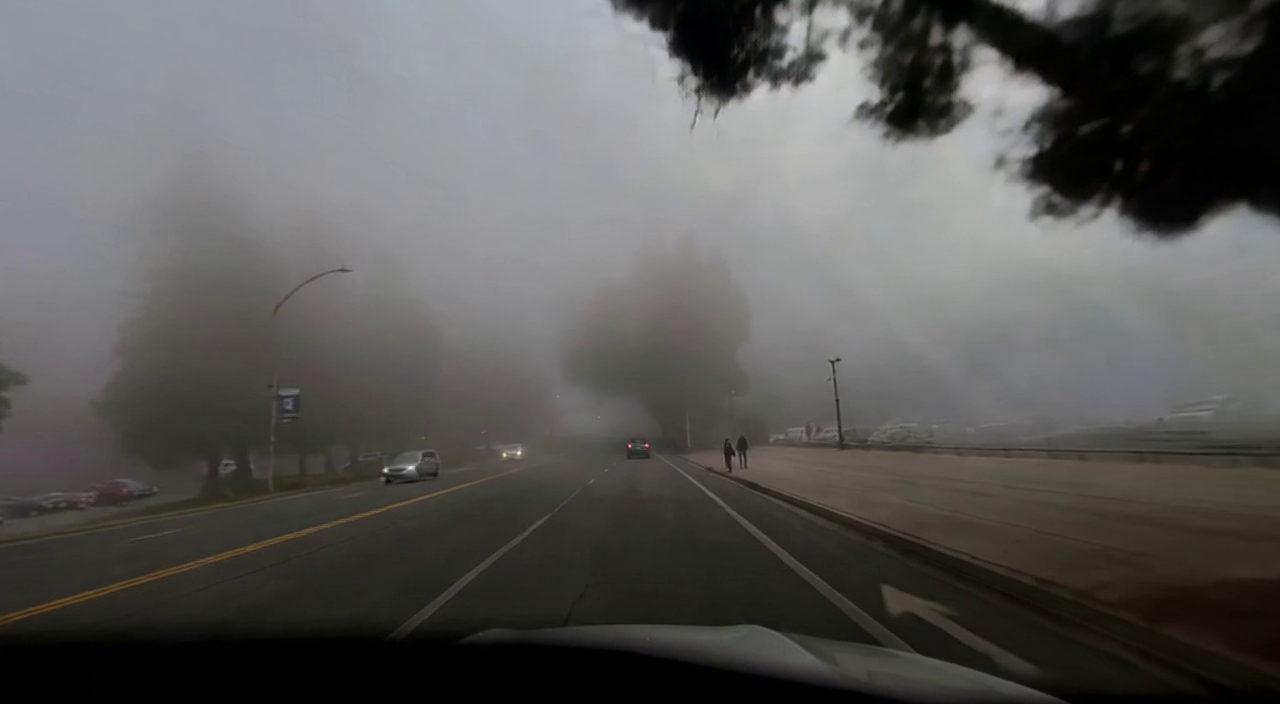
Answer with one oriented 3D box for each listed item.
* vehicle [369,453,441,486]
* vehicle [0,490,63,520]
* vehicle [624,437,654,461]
[{"bbox_3d":[-11.782,5.884,32.022,2.011,1.475,4.536,0,-9,-1],"label":"vehicle"},{"bbox_3d":[-42.869,10.440,43.125,4.793,1.735,1.979,0,-9,-5],"label":"vehicle"},{"bbox_3d":[-0.080,7.610,49.721,2.228,1.790,4.180,0,-9,-1],"label":"vehicle"}]
